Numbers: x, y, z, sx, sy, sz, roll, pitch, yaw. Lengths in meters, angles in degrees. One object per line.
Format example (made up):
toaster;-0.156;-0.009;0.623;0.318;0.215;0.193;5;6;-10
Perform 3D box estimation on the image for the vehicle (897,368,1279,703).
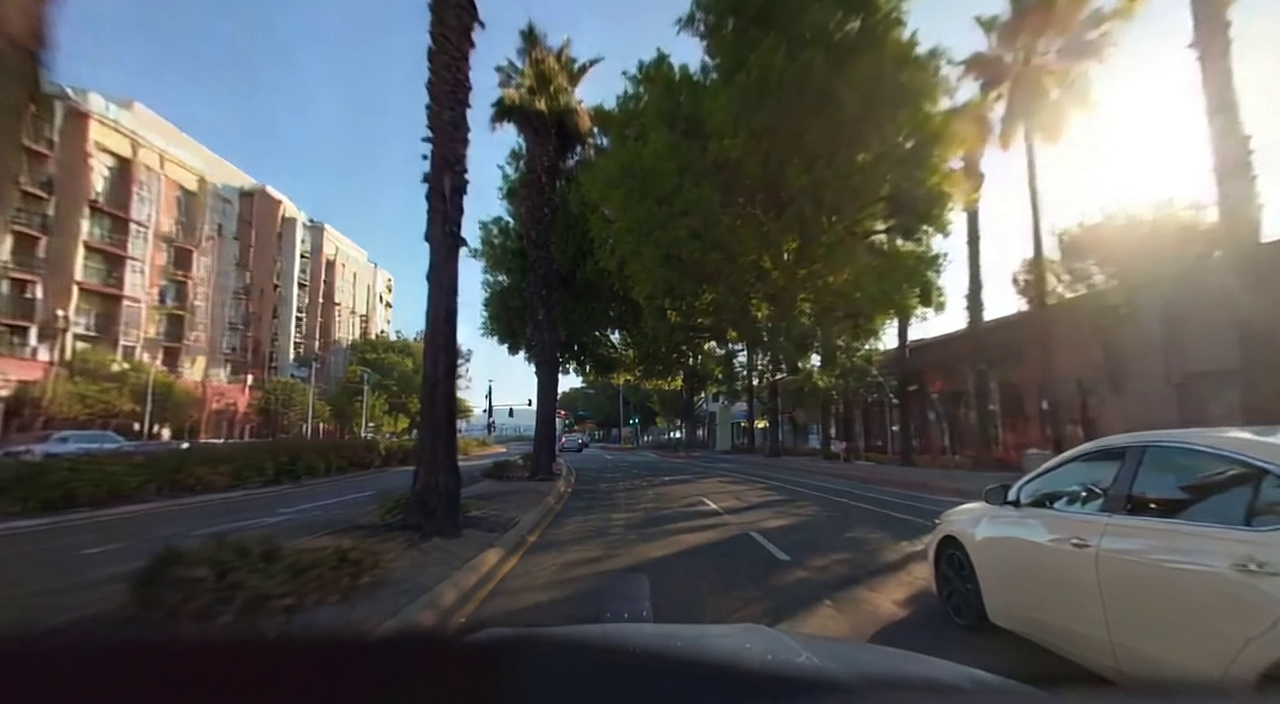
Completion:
vehicle;3.127;0.965;3.050;1.867;1.554;4.301;0;-8;-1
